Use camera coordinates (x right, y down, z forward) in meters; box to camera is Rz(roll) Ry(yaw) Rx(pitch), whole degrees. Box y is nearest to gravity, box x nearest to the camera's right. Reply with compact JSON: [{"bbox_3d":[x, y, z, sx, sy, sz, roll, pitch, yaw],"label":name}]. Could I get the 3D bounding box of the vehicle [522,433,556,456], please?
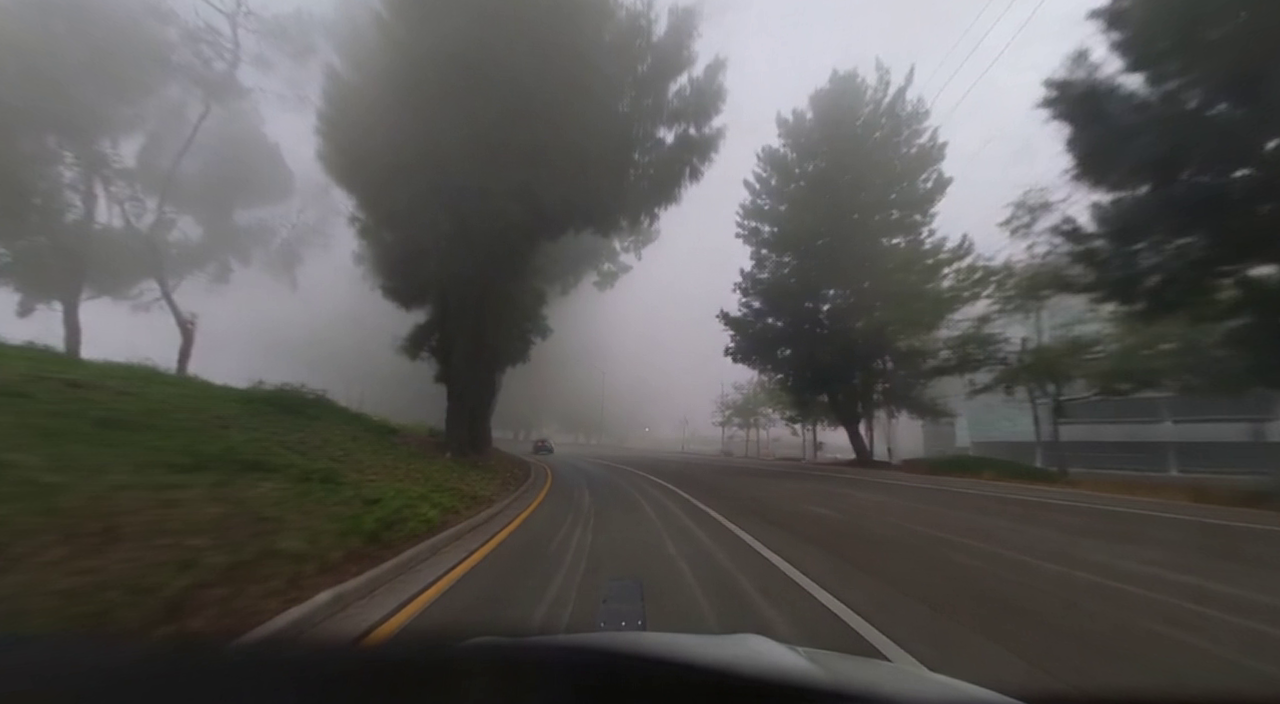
[{"bbox_3d":[-7.942,7.247,49.070,1.947,1.729,4.051,3,-9,-18],"label":"vehicle"}]
